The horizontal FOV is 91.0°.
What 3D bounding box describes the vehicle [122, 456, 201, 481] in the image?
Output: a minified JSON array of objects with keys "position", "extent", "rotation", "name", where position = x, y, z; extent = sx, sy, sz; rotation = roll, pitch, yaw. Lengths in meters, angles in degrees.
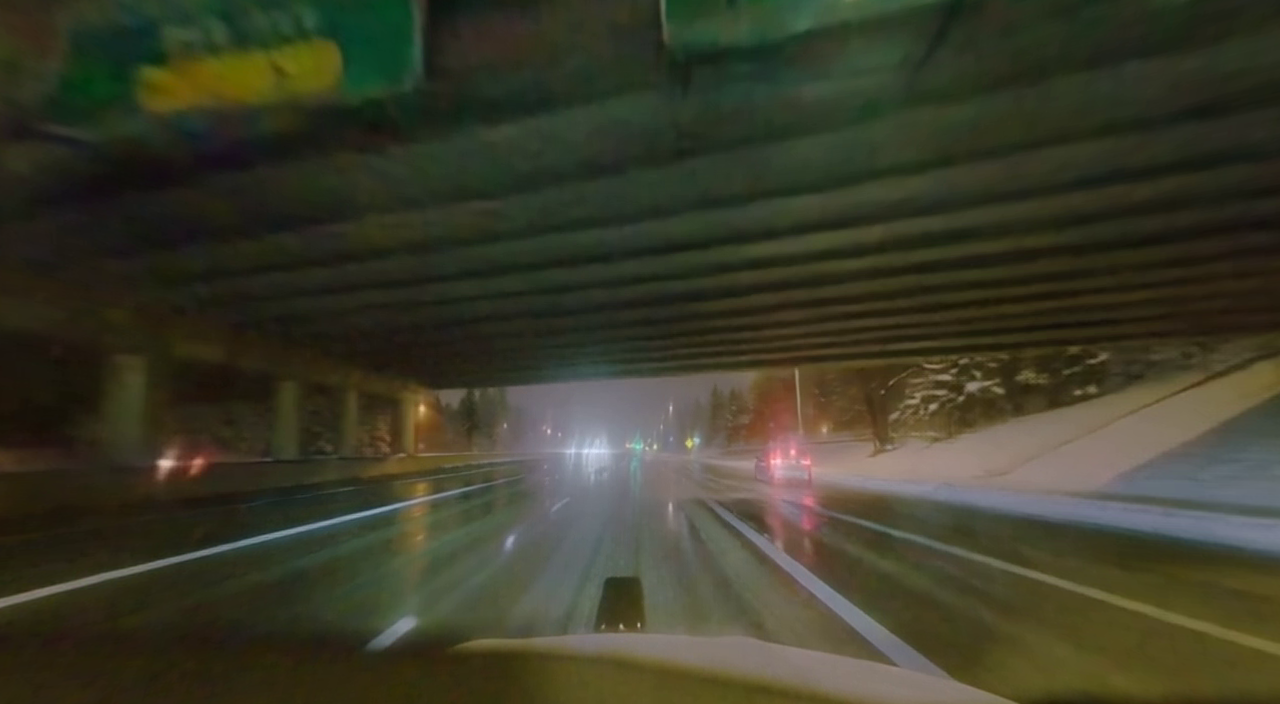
[{"position":[-31.450,7.653,41.555],"extent":[1.929,1.534,4.265],"rotation":[0,-9,-2],"name":"vehicle"}]
